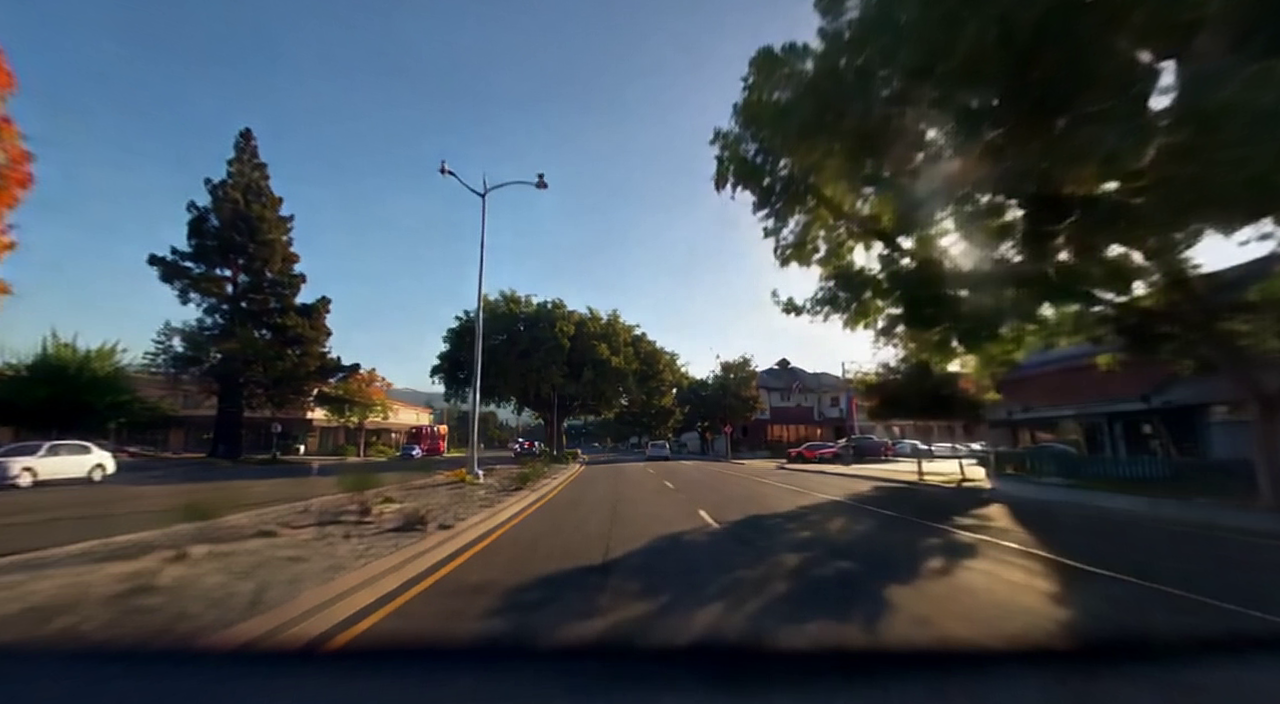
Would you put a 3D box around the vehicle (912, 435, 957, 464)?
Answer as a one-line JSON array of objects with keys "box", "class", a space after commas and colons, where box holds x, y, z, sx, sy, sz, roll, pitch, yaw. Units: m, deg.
[{"box": [21.820, 7.252, 46.940, 2.747, 1.912, 6.426, -5, -10, 24], "class": "vehicle"}]

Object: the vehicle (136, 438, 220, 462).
[{"box": [-32.573, 6.919, 44.622, 4.240, 1.576, 2.038, 0, -9, -5], "class": "vehicle"}]

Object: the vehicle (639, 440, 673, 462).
[{"box": [1.087, 7.077, 45.430, 1.913, 1.473, 4.360, 0, -9, -5], "class": "vehicle"}]

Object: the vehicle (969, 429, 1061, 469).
[{"box": [27.814, 7.219, 47.235, 2.248, 2.714, 6.788, 2, -8, -5], "class": "vehicle"}]

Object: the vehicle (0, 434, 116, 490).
[{"box": [-19.914, 3.563, 20.712, 1.874, 1.651, 4.259, 0, -8, -2], "class": "vehicle"}]

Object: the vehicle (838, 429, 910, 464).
[{"box": [17.360, 6.970, 46.644, 2.727, 2.396, 5.918, -8, -12, 43], "class": "vehicle"}]

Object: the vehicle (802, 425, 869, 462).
[{"box": [15.136, 7.054, 48.606, 2.303, 2.641, 5.908, -9, -12, 44], "class": "vehicle"}]

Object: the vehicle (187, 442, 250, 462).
[{"box": [-31.759, 7.543, 47.654, 3.543, 1.363, 1.606, 2, -7, -5], "class": "vehicle"}]

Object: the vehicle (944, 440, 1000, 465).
[{"box": [24.716, 7.502, 47.205, 1.917, 1.720, 4.071, 1, -8, 0], "class": "vehicle"}]
